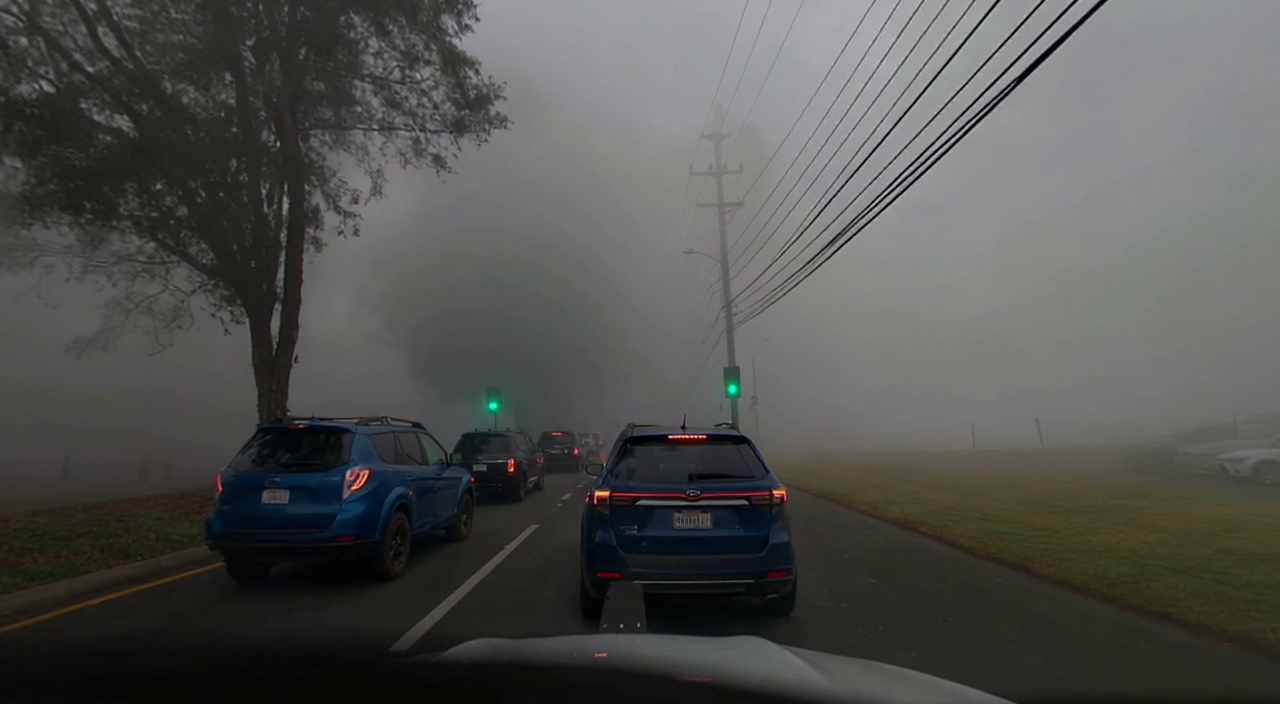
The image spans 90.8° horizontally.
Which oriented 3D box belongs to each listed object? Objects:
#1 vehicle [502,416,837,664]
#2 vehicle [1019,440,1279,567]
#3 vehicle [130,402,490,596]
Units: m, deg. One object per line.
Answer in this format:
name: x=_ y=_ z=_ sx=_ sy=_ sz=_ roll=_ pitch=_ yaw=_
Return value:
vehicle: x=0.116 y=1.451 z=5.952 sx=2.056 sy=1.487 sz=4.003 roll=0 pitch=-9 yaw=-2
vehicle: x=8.388 y=2.161 z=9.928 sx=1.993 sy=1.508 sz=4.521 roll=0 pitch=-9 yaw=-1
vehicle: x=-3.473 y=1.636 z=7.874 sx=2.105 sy=1.706 sz=4.337 roll=0 pitch=-9 yaw=0
